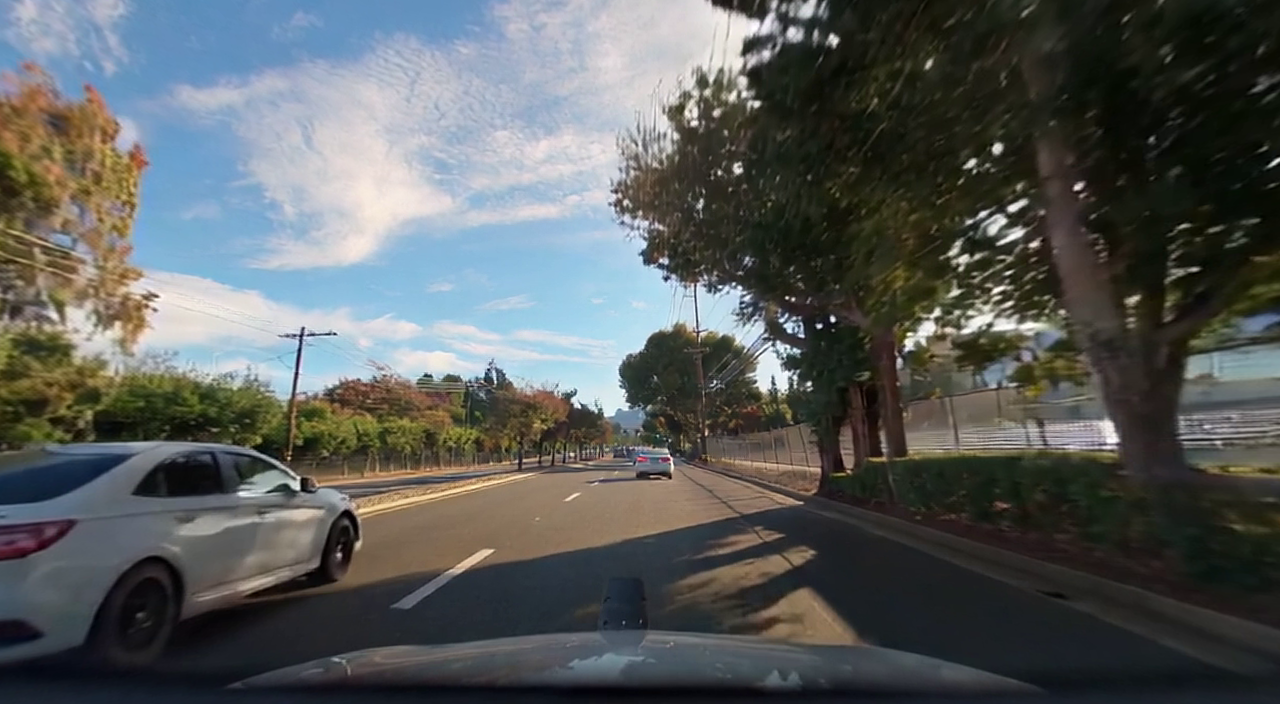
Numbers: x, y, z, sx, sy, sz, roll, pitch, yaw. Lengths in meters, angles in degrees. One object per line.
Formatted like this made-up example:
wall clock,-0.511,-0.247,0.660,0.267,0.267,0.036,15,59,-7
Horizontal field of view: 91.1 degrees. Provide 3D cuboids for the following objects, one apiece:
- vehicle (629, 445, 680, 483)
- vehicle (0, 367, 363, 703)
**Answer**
vehicle,0.608,4.770,27.026,2.059,1.486,3.980,0,-9,1
vehicle,-3.876,1.141,4.258,1.950,1.692,4.397,0,-9,0
